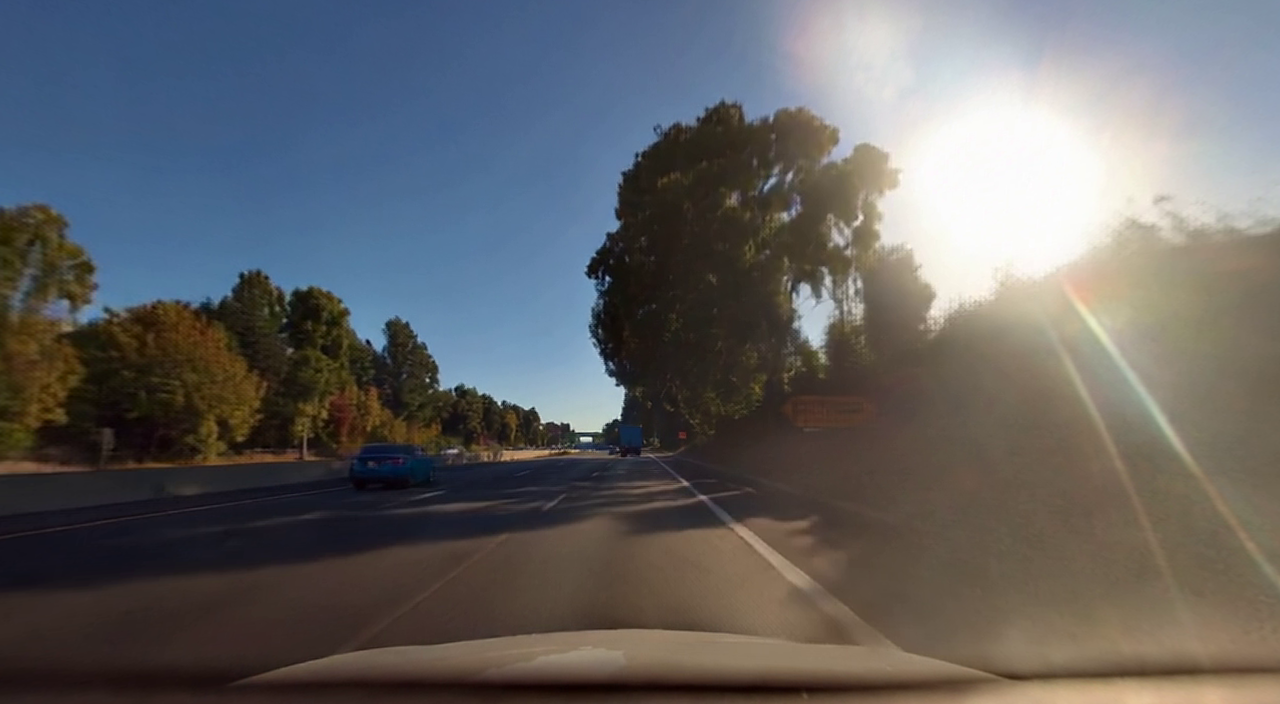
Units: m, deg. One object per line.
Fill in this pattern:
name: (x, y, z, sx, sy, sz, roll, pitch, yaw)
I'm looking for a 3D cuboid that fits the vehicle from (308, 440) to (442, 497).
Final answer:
vehicle: (-7.922, 3.504, 19.457, 2.155, 1.504, 4.490, 0, -8, 0)
